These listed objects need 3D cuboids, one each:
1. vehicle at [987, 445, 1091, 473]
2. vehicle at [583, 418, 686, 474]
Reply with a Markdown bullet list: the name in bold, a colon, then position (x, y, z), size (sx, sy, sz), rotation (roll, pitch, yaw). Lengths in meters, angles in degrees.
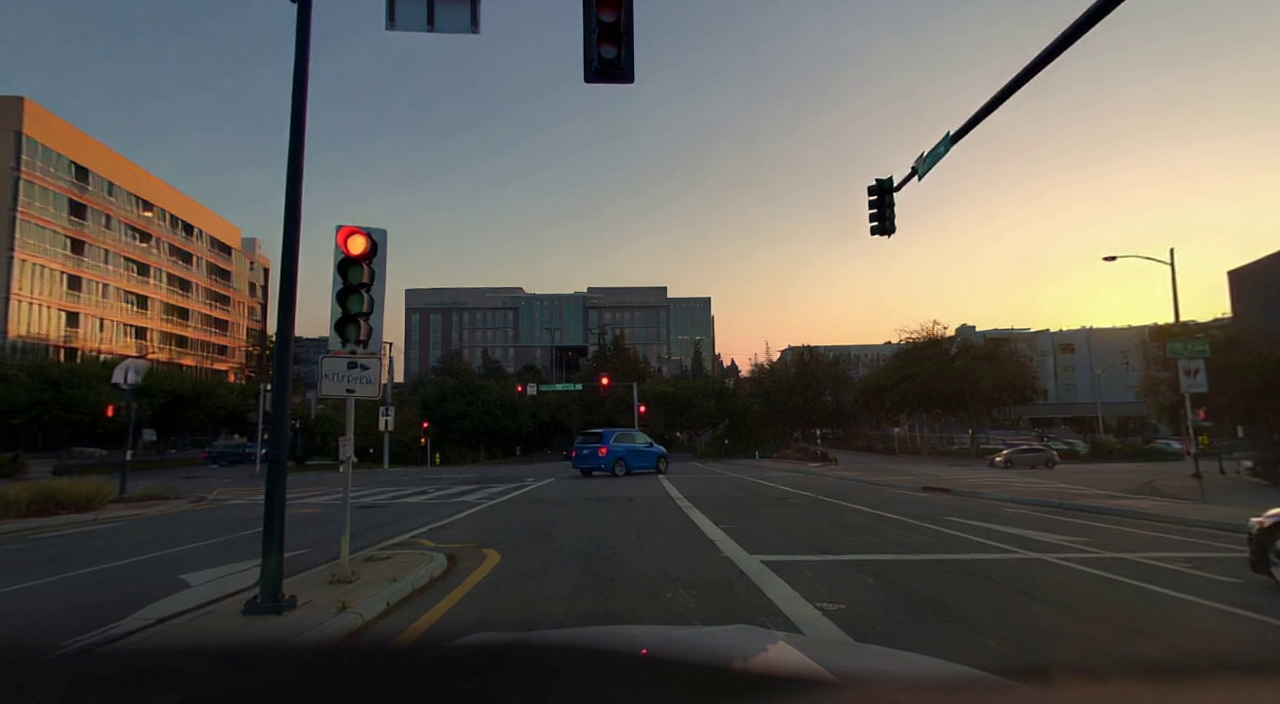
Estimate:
- **vehicle**: position (23.271, 6.265, 36.708), size (4.736, 1.542, 1.966), rotation (0, -9, -2)
- **vehicle**: position (-0.178, 5.798, 38.703), size (2.678, 3.096, 7.088), rotation (-7, -11, 35)
